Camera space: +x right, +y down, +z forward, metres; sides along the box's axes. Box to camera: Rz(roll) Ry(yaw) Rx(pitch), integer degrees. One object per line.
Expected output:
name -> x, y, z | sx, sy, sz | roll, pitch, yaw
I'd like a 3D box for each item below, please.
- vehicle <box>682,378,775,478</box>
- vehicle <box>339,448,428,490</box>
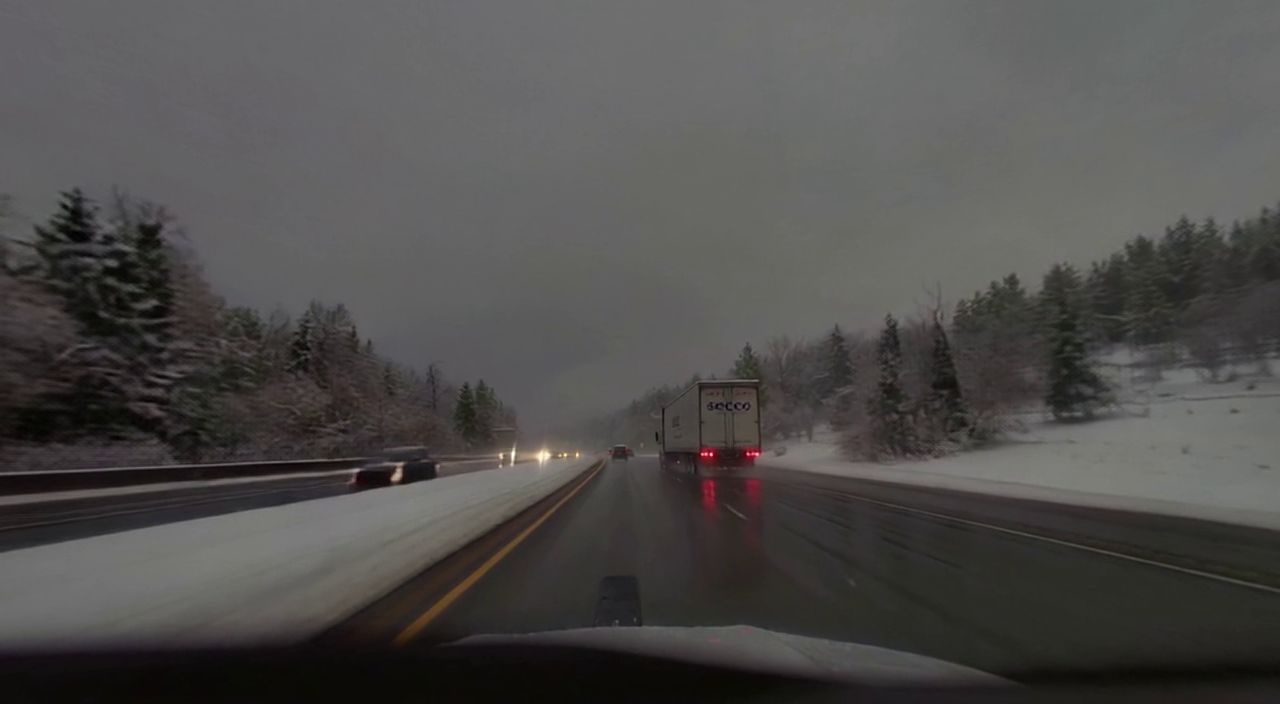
vehicle -> 3.785, 3.635, 29.118 | 2.892, 3.928, 8.380 | 0, -9, -1
vehicle -> -9.848, 4.486, 24.392 | 1.839, 1.492, 3.928 | 0, -9, -1
